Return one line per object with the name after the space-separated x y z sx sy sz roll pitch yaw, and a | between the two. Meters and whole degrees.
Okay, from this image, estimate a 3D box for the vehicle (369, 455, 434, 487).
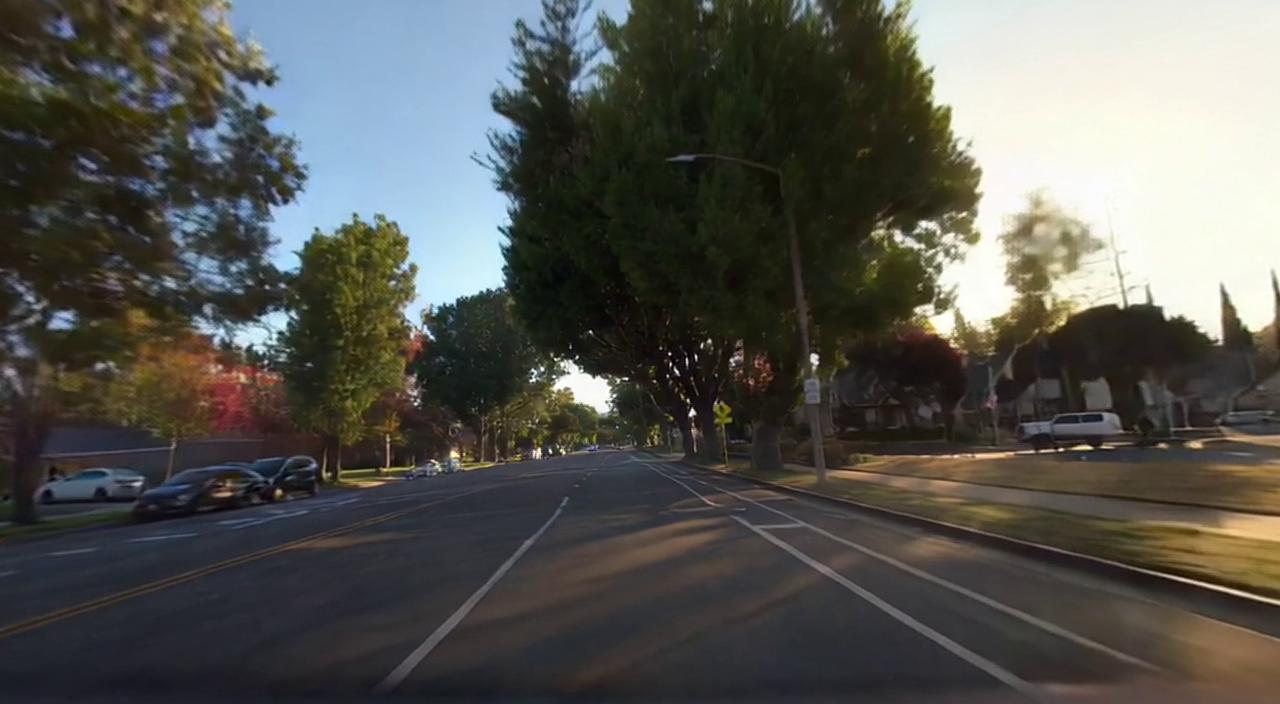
-13.194 6.557 35.266 1.897 1.564 4.875 0 -8 -2 | vehicle

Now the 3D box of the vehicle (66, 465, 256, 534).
-12.725 3.907 17.228 1.958 1.457 4.254 0 -9 -3 | vehicle

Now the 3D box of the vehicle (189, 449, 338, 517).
-12.924 4.462 22.200 2.351 1.905 5.138 -4 -9 -3 | vehicle

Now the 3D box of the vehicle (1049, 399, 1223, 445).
24.525 3.590 31.568 2.392 1.996 6.238 5 -10 -33 | vehicle
